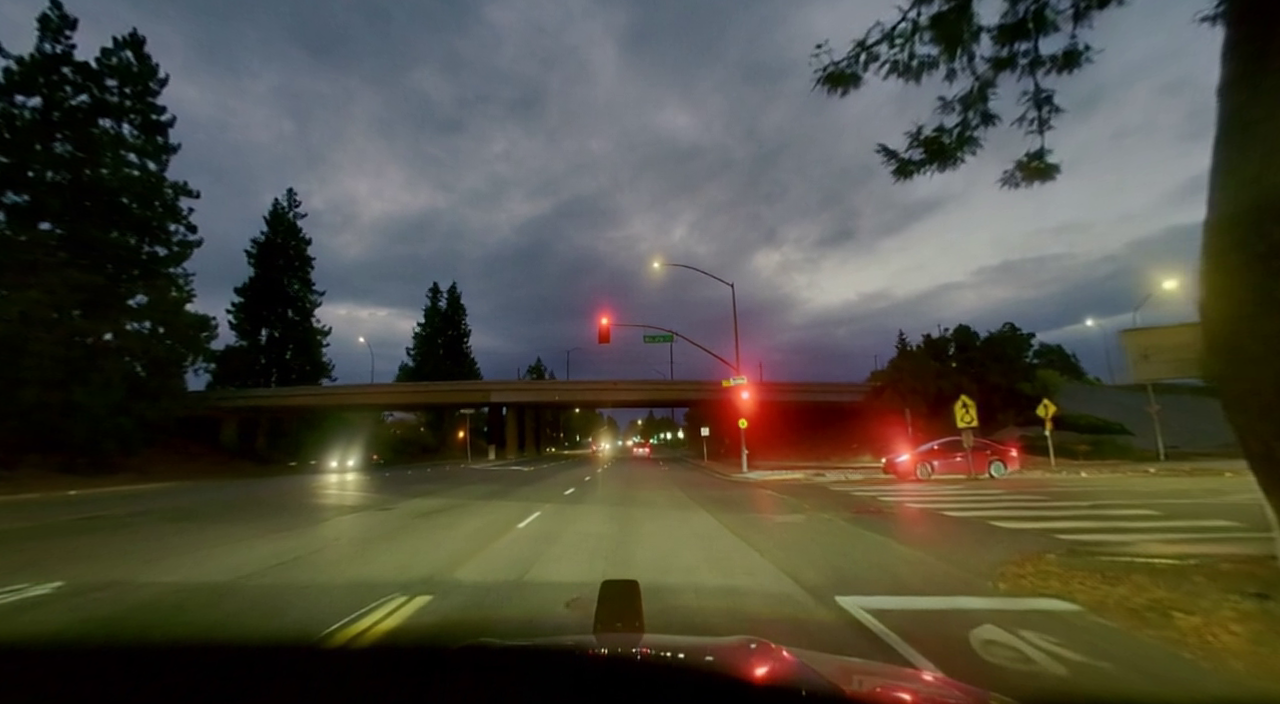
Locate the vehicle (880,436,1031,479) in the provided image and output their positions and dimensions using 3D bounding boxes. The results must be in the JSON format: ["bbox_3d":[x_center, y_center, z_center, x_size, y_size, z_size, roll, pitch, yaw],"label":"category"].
[{"bbox_3d":[11.649,3.899,23.494,4.691,1.466,1.800,1,-9,-6],"label":"vehicle"}]
